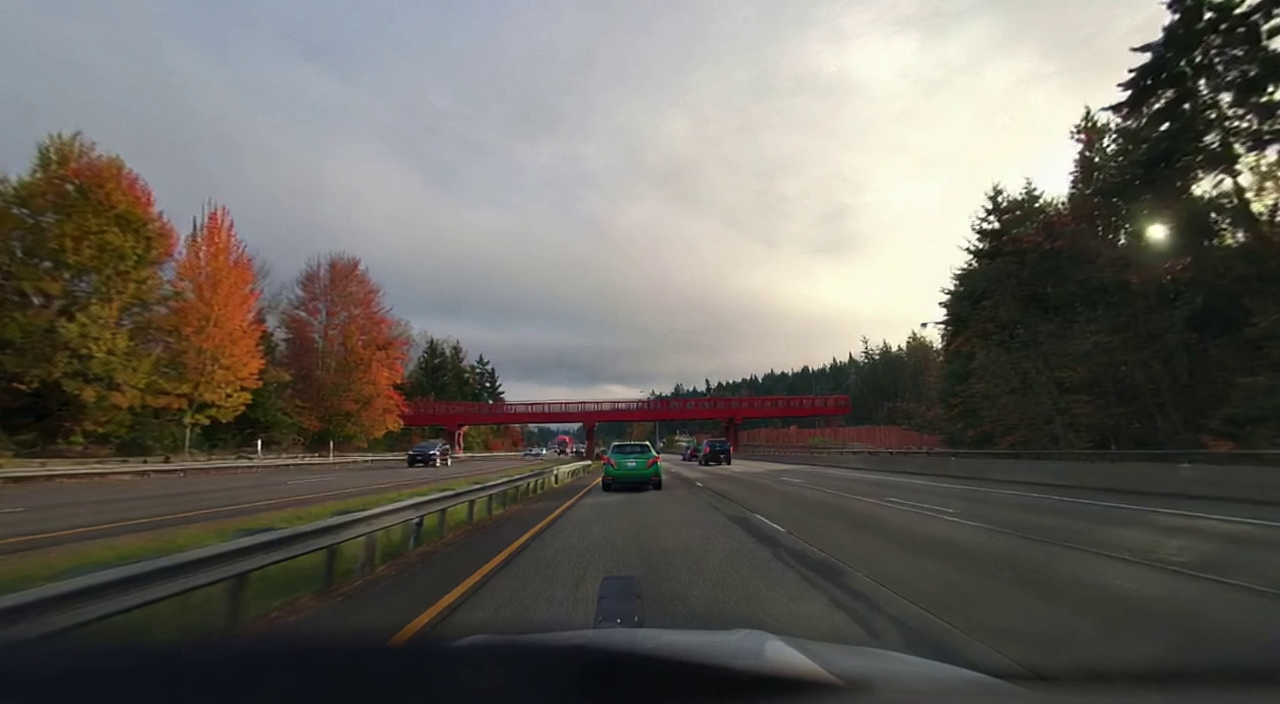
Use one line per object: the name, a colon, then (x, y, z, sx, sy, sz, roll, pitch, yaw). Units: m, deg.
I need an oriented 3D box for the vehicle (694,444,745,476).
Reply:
vehicle: (3.919, 5.390, 31.462, 1.894, 1.487, 3.751, 0, -9, -3)

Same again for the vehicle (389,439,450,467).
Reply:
vehicle: (-13.559, 6.222, 38.802, 2.058, 1.624, 4.697, 0, -9, 0)

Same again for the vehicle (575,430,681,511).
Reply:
vehicle: (-0.270, 2.846, 15.524, 2.259, 1.699, 4.015, 0, -9, 0)
